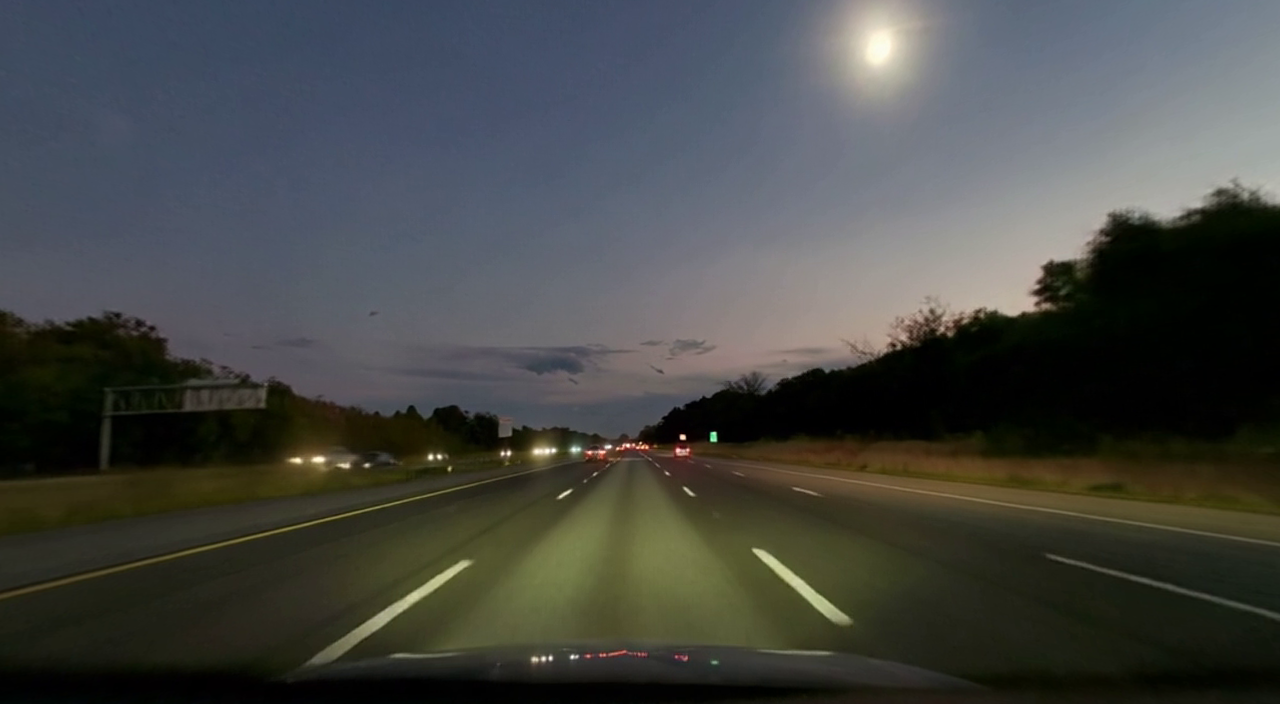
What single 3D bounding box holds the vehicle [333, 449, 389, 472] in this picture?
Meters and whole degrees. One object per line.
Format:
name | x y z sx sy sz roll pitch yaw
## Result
vehicle | -21.518 8.366 48.963 2.095 1.699 4.865 0 -9 0
